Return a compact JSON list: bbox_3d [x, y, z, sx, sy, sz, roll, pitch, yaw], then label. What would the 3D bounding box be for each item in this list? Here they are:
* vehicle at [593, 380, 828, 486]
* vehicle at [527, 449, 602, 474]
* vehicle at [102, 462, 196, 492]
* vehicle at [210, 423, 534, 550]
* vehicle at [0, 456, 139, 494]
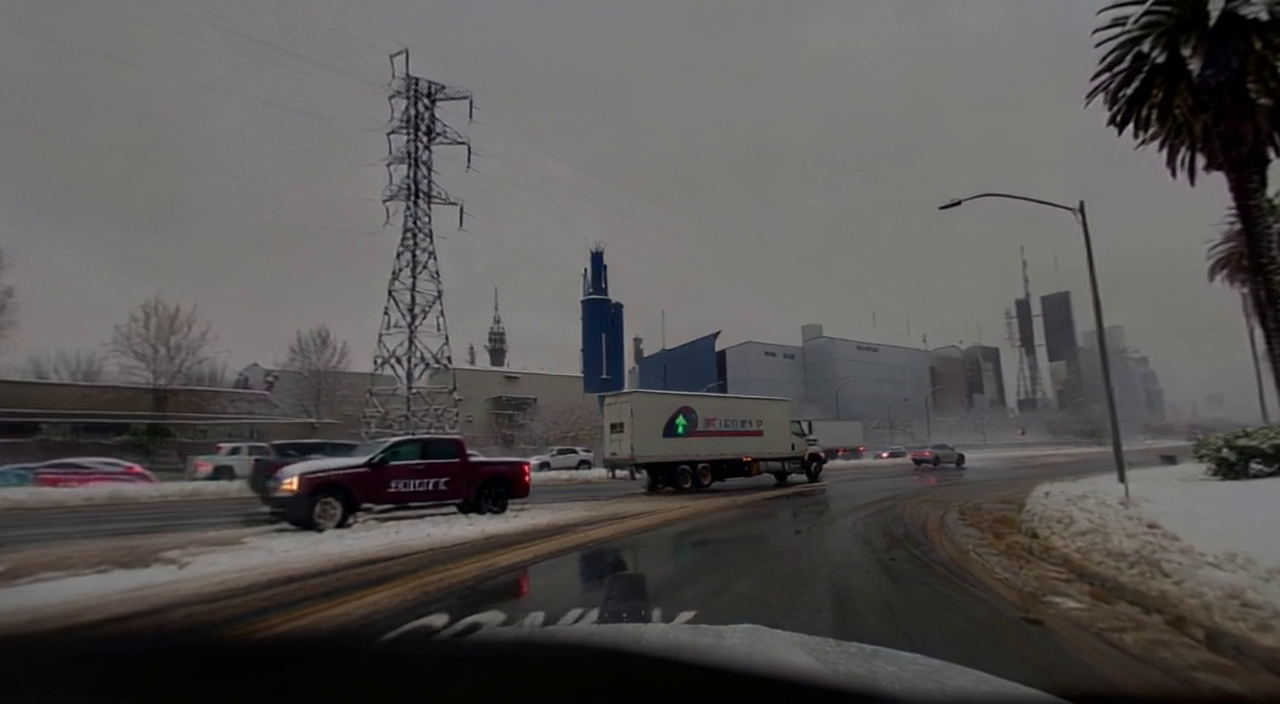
[{"bbox_3d":[3.538,3.709,28.304,11.567,3.933,2.903,6,-11,-37],"label":"vehicle"},{"bbox_3d":[-4.772,6.917,40.015,4.419,1.451,1.792,6,-11,-38],"label":"vehicle"},{"bbox_3d":[-27.448,6.962,35.358,4.004,1.375,1.673,6,-9,-38],"label":"vehicle"},{"bbox_3d":[-4.756,2.379,11.929,2.101,1.848,5.132,-9,-12,44],"label":"vehicle"},{"bbox_3d":[-23.616,5.032,26.121,4.325,1.388,1.748,7,-11,-37],"label":"vehicle"}]
